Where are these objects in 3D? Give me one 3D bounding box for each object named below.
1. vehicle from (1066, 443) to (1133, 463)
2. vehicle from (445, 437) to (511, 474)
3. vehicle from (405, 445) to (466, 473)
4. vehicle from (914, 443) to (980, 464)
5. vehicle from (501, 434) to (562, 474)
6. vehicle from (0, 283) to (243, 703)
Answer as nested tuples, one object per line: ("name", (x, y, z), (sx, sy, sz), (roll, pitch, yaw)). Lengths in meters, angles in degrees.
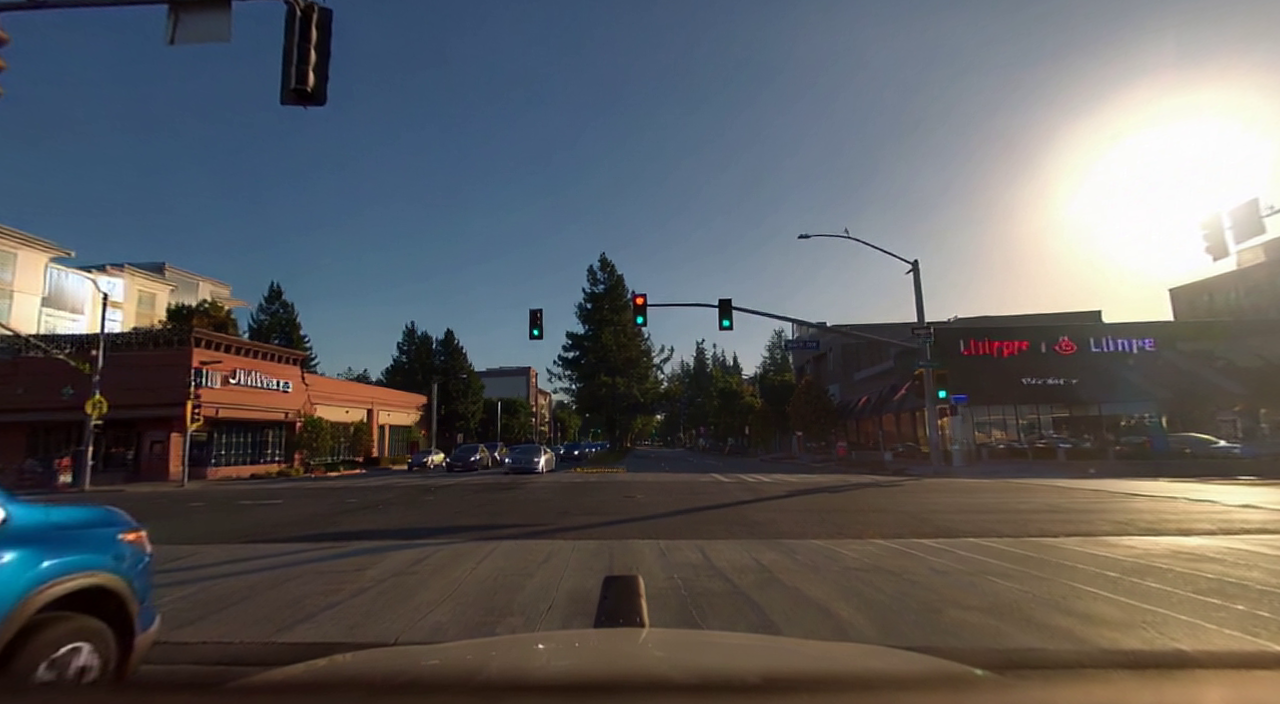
("vehicle", (34.551, 7.600, 47.585), (3.740, 1.433, 1.646), (0, -8, -1))
("vehicle", (-8.413, 5.395, 33.254), (2.273, 1.791, 4.809), (0, -8, -1))
("vehicle", (-11.319, 5.925, 35.232), (2.003, 1.476, 4.082), (0, -8, 1))
("vehicle", (23.907, 7.909, 49.298), (4.135, 1.417, 1.851), (-2, -9, 2))
("vehicle", (-5.233, 5.025, 31.245), (2.384, 1.787, 5.038), (0, -8, -3))
("vehicle", (-3.348, 0.530, 0.955), (2.313, 1.883, 5.016), (0, -9, -2))
